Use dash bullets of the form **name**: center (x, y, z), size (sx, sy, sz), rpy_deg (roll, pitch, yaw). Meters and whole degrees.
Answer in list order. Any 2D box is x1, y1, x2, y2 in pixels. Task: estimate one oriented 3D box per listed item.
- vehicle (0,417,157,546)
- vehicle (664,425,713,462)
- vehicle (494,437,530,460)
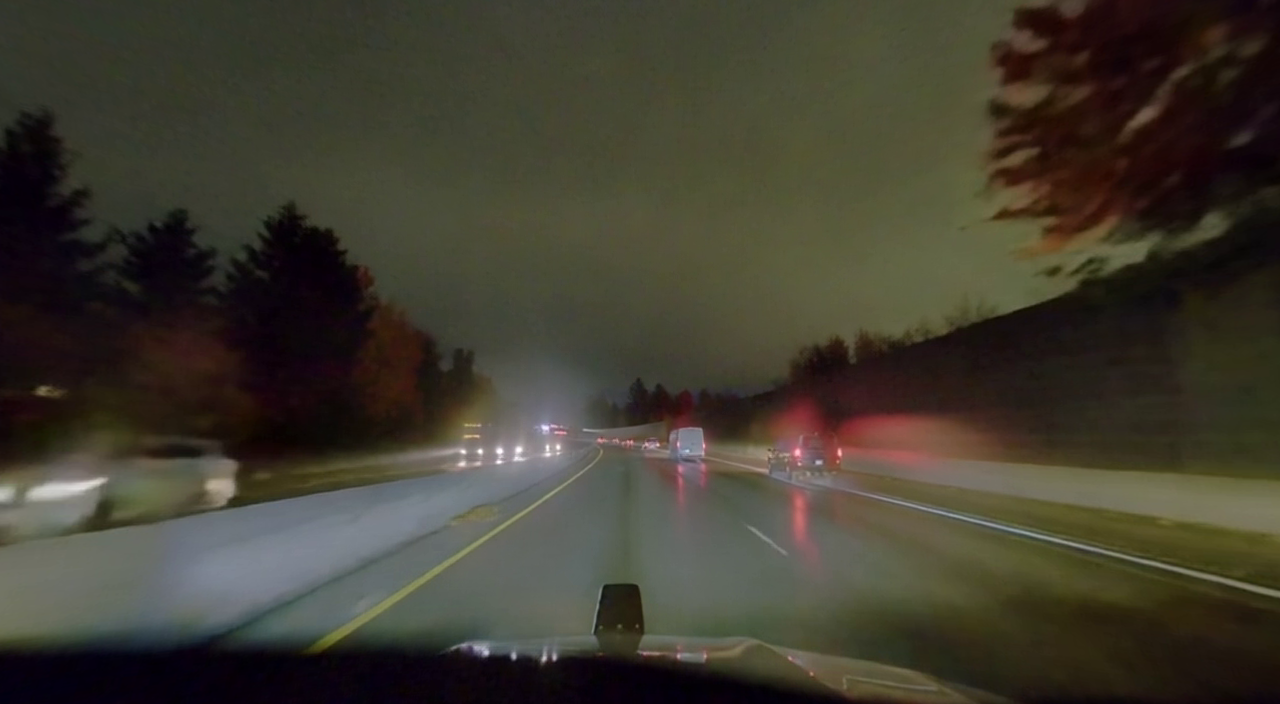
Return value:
- **vehicle**: center (-8.419, 1.568, 7.797), size (1.784, 1.501, 3.916), rpy_deg (1, -8, -1)
- **vehicle**: center (2.868, 5.603, 38.591), size (2.393, 2.072, 4.958), rpy_deg (1, -8, -2)
- **vehicle**: center (-9.025, 6.853, 44.727), size (1.797, 1.509, 3.905), rpy_deg (1, -8, -1)
